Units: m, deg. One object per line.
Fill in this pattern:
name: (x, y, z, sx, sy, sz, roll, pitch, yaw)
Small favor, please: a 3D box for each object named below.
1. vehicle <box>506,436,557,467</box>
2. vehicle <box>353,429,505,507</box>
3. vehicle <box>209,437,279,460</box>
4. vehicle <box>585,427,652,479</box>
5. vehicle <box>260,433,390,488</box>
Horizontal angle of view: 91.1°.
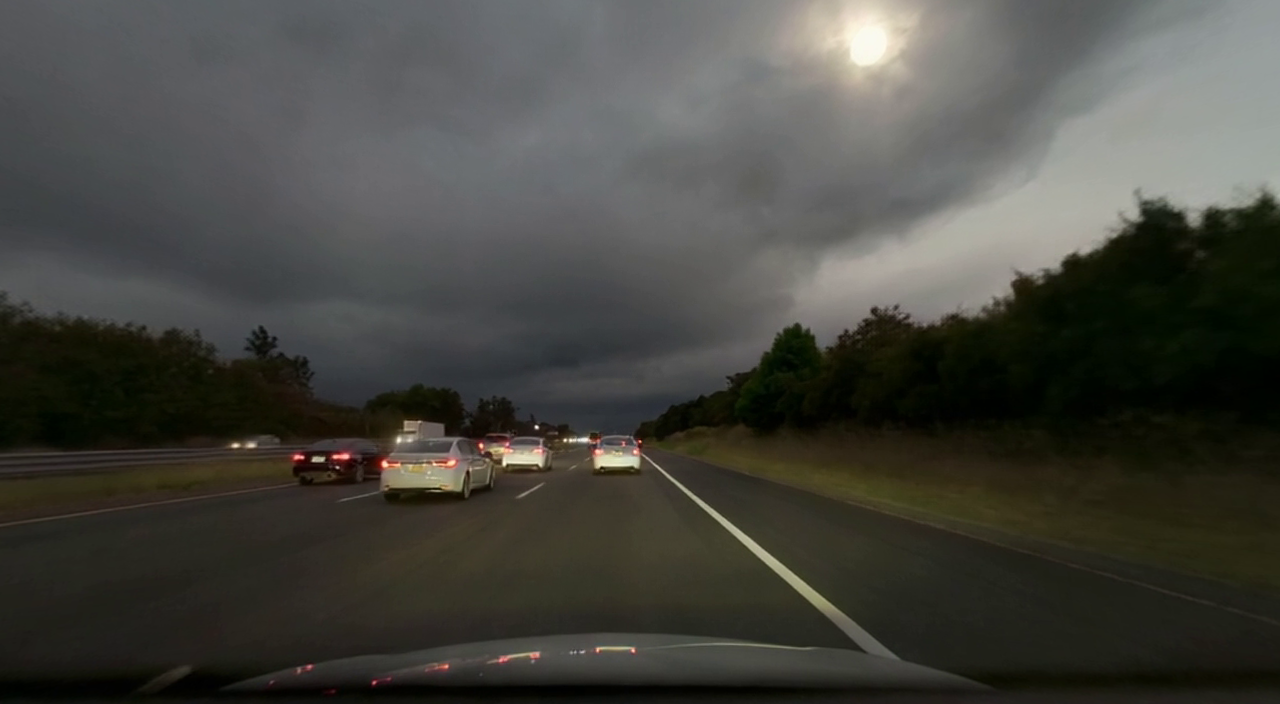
vehicle: (-5.228, 4.835, 30.820, 1.835, 1.432, 3.835, 0, -8, 0)
vehicle: (-4.518, 2.514, 14.269, 1.971, 1.464, 4.386, 0, -8, -1)
vehicle: (-25.953, 6.335, 41.421, 1.802, 1.434, 4.370, 0, -8, -1)
vehicle: (-0.737, 3.554, 22.477, 2.178, 1.658, 3.916, 0, -8, -1)
vehicle: (-9.258, 3.187, 18.904, 1.850, 1.439, 3.932, 0, -8, 0)
